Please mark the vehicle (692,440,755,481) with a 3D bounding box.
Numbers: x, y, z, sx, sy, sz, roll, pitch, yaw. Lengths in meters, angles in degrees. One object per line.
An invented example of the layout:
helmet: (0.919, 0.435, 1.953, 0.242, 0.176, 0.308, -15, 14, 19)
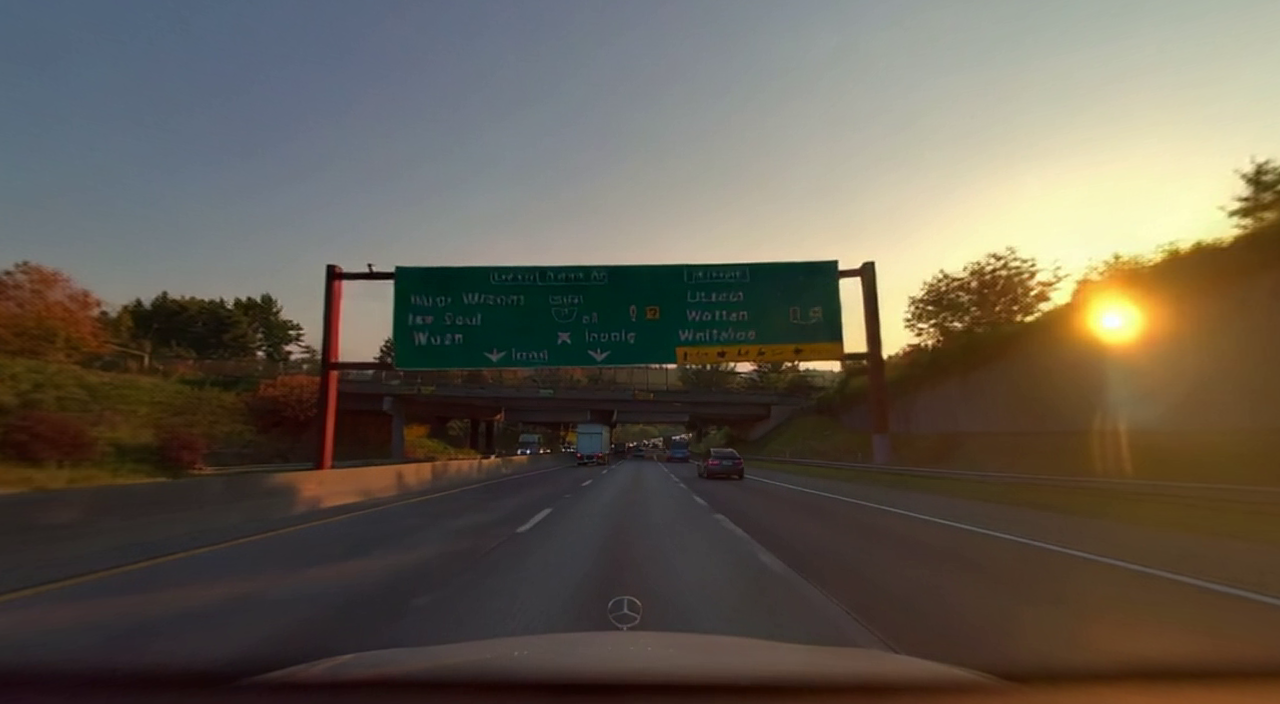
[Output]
vehicle: (3.357, 4.503, 26.253, 1.983, 1.545, 4.038, 0, -9, -1)
